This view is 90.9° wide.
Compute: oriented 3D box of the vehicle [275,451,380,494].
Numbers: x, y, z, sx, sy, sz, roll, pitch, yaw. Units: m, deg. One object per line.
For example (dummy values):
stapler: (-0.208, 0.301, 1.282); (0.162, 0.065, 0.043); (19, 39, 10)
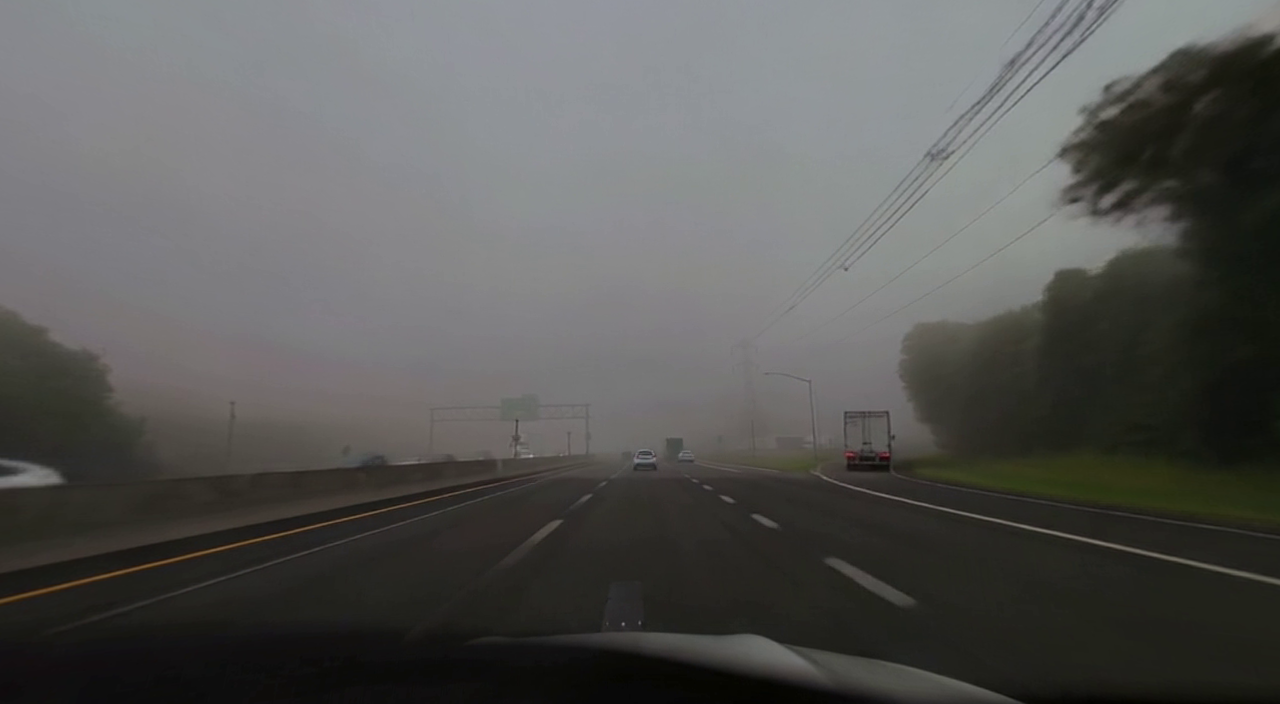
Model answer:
vehicle: (-11.980, 4.603, 24.525); (1.871, 1.480, 4.270); (0, -9, 0)

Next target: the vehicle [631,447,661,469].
vehicle: (0.458, 7.817, 46.606); (2.111, 1.599, 3.859); (0, -9, 0)
